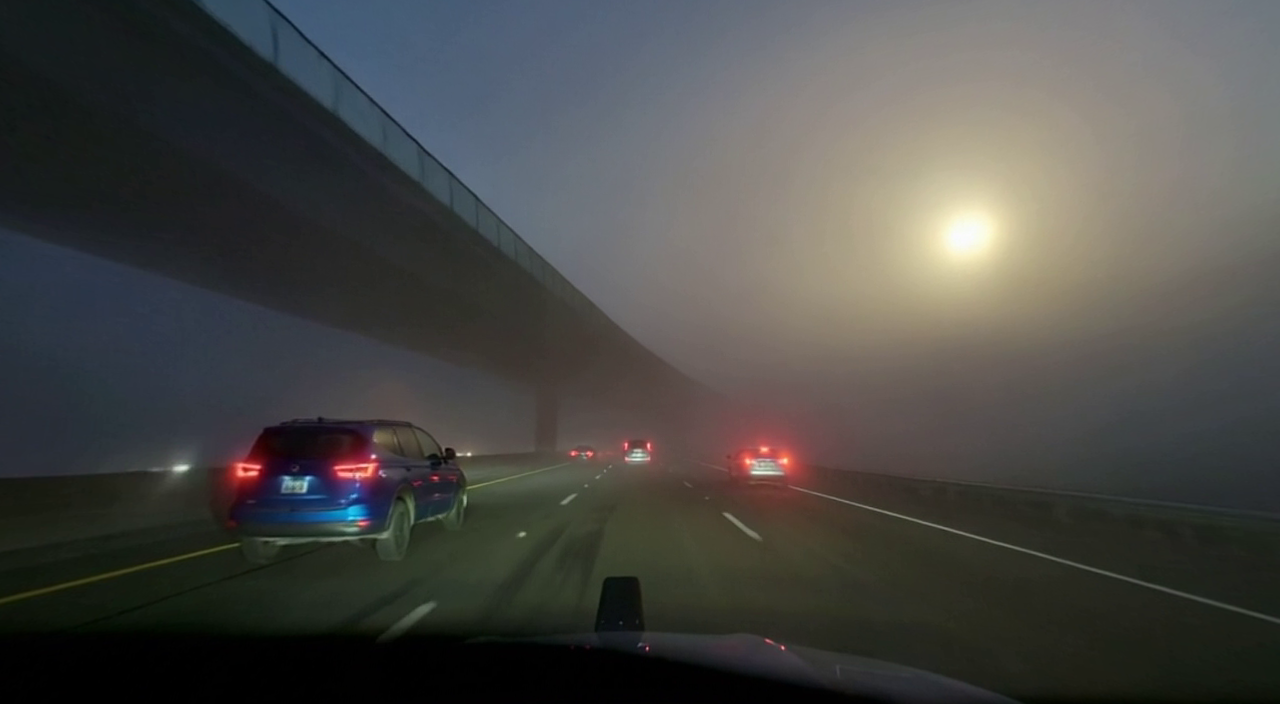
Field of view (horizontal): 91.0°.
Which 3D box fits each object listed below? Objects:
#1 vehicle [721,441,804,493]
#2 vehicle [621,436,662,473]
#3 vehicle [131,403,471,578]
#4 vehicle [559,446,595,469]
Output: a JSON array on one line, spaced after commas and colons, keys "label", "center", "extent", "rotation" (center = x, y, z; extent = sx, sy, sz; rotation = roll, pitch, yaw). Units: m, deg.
[{"label": "vehicle", "center": [3.907, 3.729, 20.751], "extent": [1.959, 1.554, 3.795], "rotation": [0, -9, 0]}, {"label": "vehicle", "center": [0.084, 5.664, 34.935], "extent": [2.155, 1.909, 4.529], "rotation": [0, -9, 0]}, {"label": "vehicle", "center": [-4.046, 1.744, 8.697], "extent": [2.089, 1.751, 4.515], "rotation": [0, -9, 1]}, {"label": "vehicle", "center": [-4.267, 7.170, 43.131], "extent": [1.994, 1.475, 4.171], "rotation": [0, -9, 1]}]
